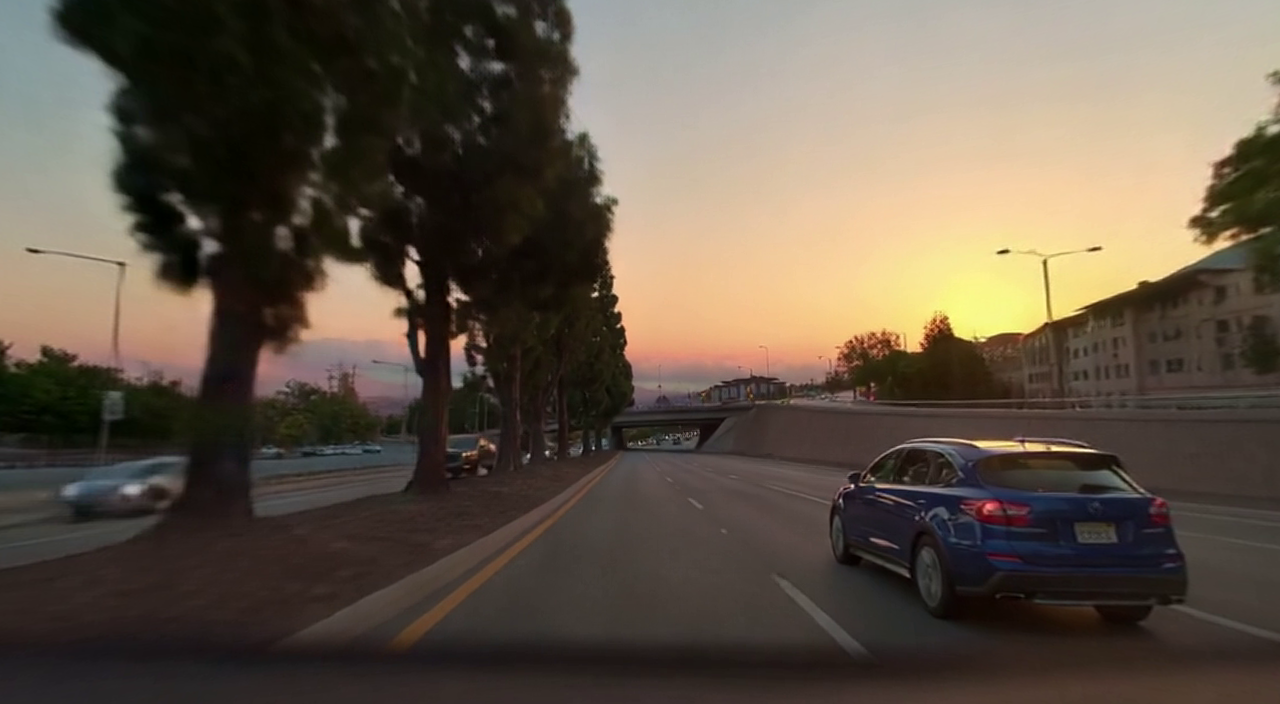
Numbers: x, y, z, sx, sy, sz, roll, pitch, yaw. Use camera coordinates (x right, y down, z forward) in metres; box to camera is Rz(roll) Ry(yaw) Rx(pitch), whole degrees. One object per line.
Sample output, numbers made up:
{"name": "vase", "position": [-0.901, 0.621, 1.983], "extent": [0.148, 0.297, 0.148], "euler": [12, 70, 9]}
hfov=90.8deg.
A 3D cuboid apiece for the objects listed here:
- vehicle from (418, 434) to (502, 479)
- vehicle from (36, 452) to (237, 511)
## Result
{"name": "vehicle", "position": [-8.582, 5.035, 30.805], "extent": [2.312, 1.970, 5.878], "euler": [0, -8, 1]}
{"name": "vehicle", "position": [-15.350, 3.928, 19.756], "extent": [2.167, 1.506, 4.924], "euler": [0, -8, 1]}
